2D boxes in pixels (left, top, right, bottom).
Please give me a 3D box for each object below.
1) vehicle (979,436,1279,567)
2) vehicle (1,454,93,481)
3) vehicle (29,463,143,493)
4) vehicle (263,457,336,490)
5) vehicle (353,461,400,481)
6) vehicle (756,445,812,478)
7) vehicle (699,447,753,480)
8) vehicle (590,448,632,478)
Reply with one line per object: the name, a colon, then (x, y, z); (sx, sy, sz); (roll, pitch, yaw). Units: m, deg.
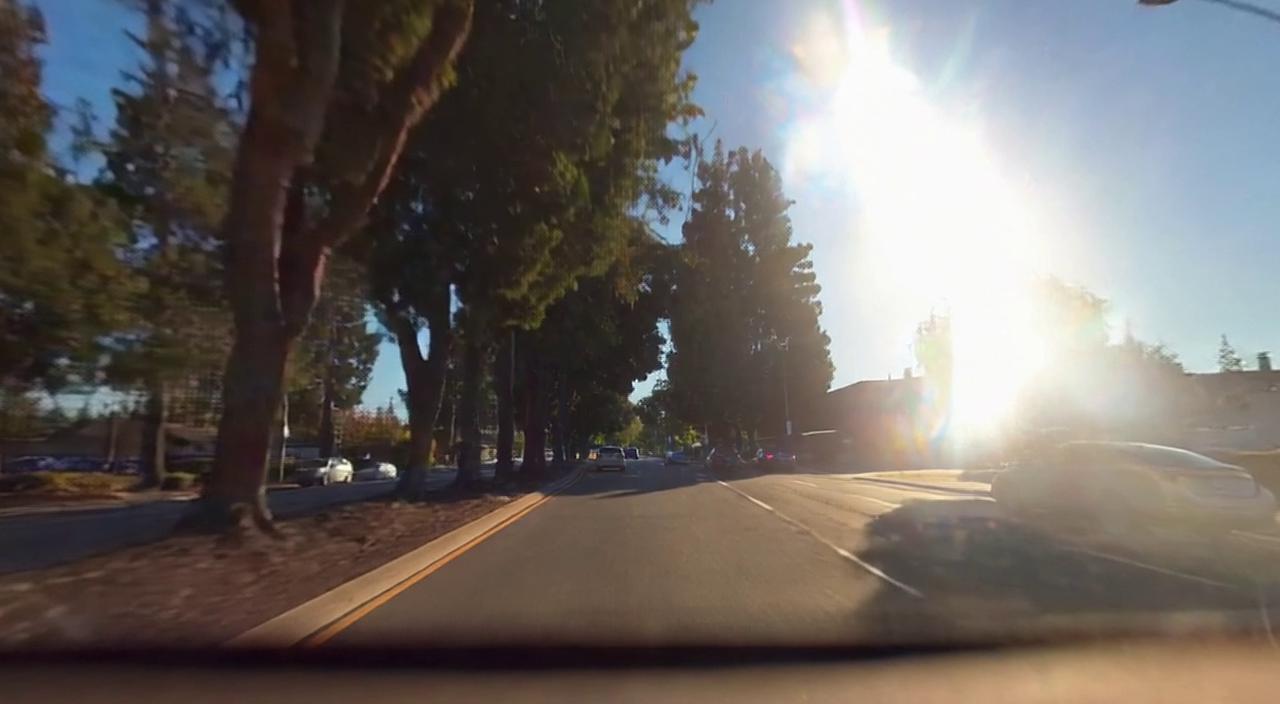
vehicle: (7.484, 2.102, 9.748); (1.888, 1.508, 4.646); (0, -9, 0)
vehicle: (-41.104, 7.998, 43.848); (4.361, 1.773, 2.028); (-1, -9, 4)
vehicle: (-29.375, 6.690, 33.563); (4.320, 1.459, 1.860); (0, -9, 3)
vehicle: (-19.911, 7.106, 37.227); (2.013, 1.655, 4.604); (-2, -8, -4)
vehicle: (-20.294, 9.150, 48.802); (1.769, 1.344, 3.947); (0, -9, 2)
vehicle: (7.780, 5.946, 34.560); (1.945, 1.687, 4.292); (0, -9, -2)
vehicle: (4.097, 5.373, 30.691); (2.020, 1.472, 3.958); (0, -9, -1)
vehicle: (-1.529, 5.819, 33.395); (2.077, 1.477, 3.897); (0, -9, -3)
